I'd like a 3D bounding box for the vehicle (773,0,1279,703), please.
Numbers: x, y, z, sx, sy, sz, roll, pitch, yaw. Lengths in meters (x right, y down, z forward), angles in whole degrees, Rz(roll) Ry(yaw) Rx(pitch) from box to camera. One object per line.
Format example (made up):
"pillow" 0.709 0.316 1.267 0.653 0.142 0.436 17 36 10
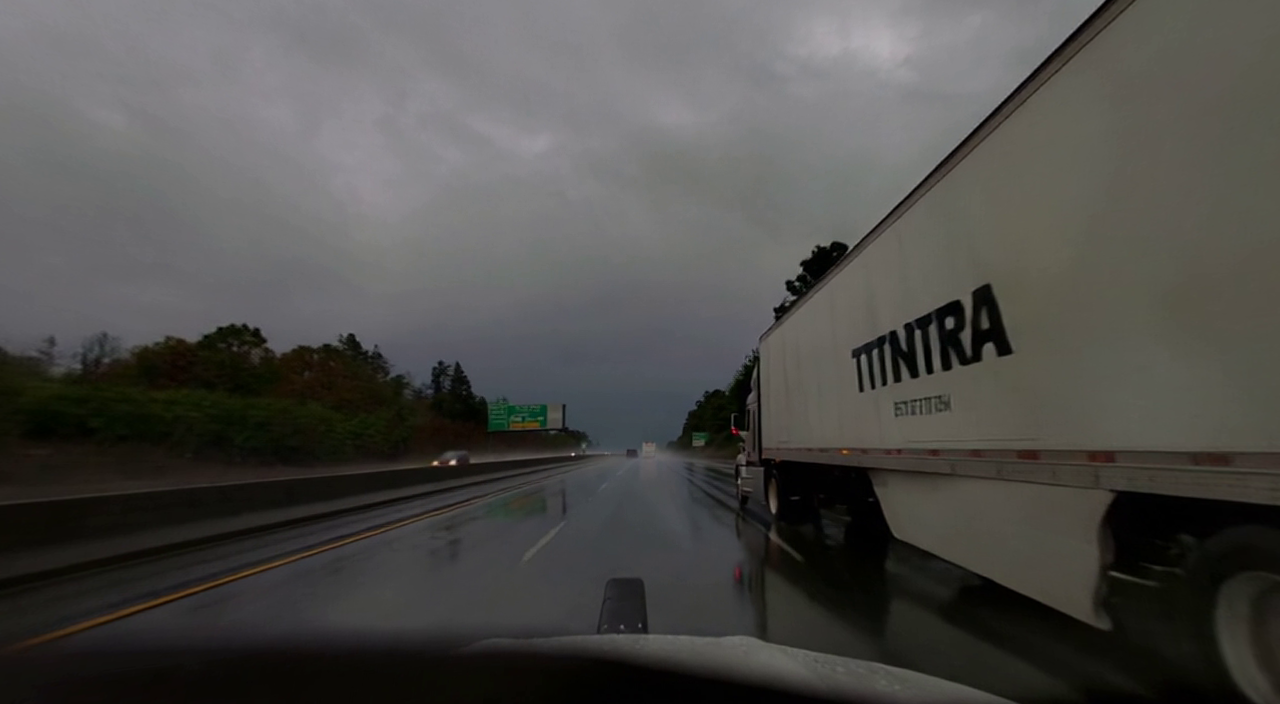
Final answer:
"vehicle" 4.062 0.054 4.848 2.947 4.020 14.220 0 -9 0

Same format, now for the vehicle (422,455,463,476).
"vehicle" -14.914 8.552 47.739 1.889 1.458 3.634 0 -9 0
